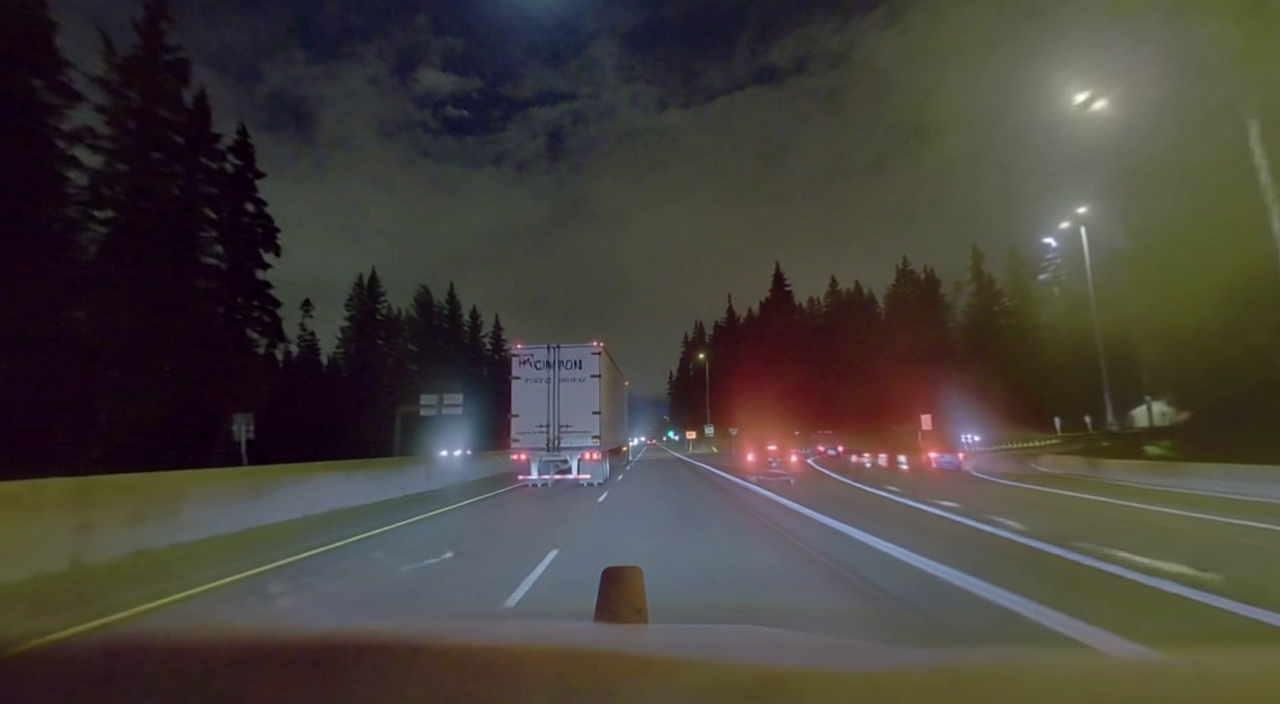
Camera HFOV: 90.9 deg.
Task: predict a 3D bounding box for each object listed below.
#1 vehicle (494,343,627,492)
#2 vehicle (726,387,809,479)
[{"bbox_3d":[-2.317,2.946,25.418,2.873,4.060,16.327,0,-8,1],"label":"vehicle"},{"bbox_3d":[5.183,3.380,26.196,2.928,3.571,3.032,-1,-8,5],"label":"vehicle"}]
